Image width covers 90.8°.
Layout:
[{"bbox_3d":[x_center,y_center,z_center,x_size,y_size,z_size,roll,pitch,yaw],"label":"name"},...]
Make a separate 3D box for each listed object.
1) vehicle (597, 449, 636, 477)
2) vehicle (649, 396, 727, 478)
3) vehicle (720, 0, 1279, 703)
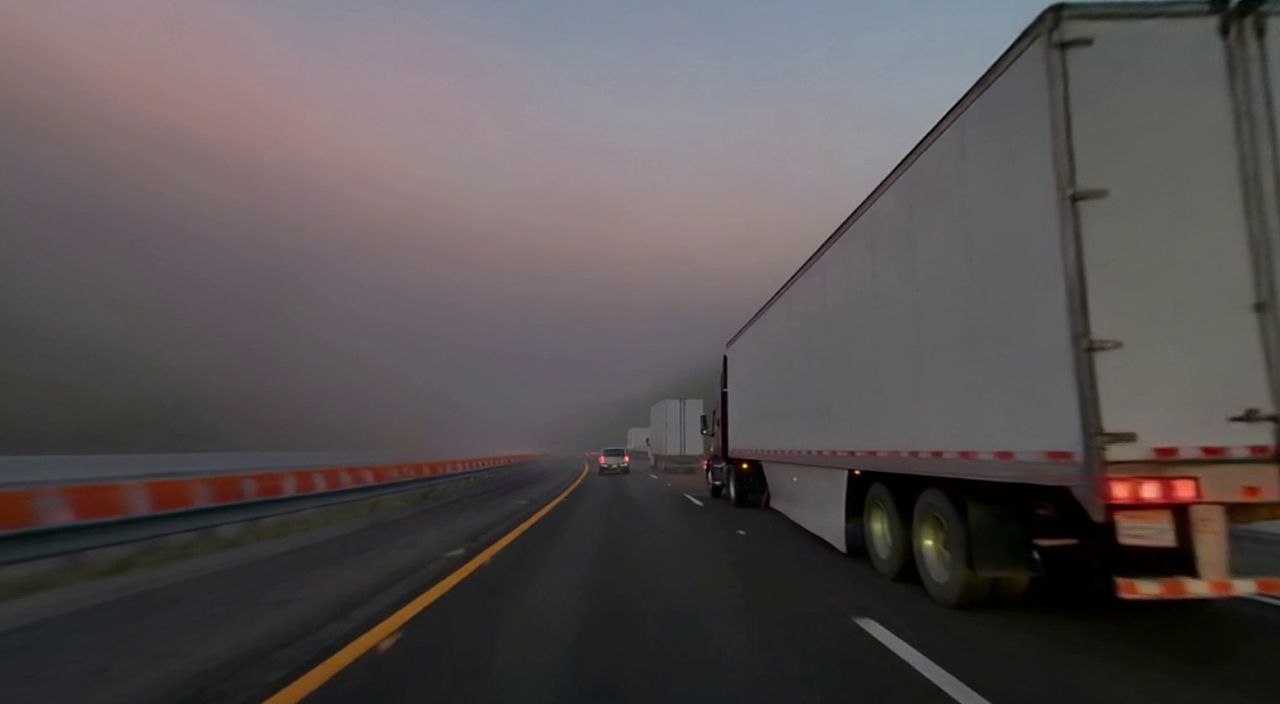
[{"bbox_3d":[-1.290,5.993,34.213,2.029,1.437,3.794,0,-9,-3],"label":"vehicle"},{"bbox_3d":[2.486,5.355,38.612,2.826,4.050,13.845,0,-9,-4],"label":"vehicle"},{"bbox_3d":[3.922,0.938,10.705,2.911,4.099,14.578,0,-9,-1],"label":"vehicle"}]
